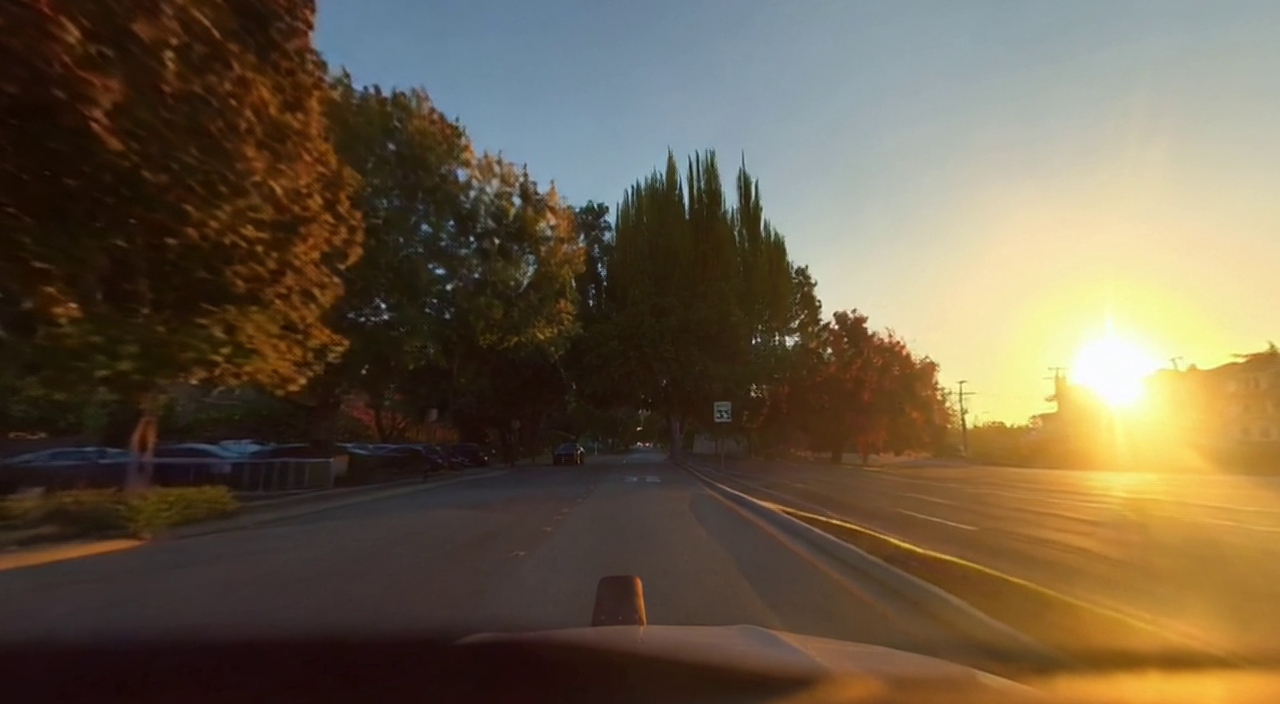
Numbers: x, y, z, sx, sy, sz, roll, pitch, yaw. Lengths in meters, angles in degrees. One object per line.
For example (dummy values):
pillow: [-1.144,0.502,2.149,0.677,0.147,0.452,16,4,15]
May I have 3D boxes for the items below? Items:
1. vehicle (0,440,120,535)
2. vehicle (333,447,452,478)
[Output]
vehicle: [-13.483,2.614,12.521,4.422,1.694,2.026,0,-8,1]
vehicle: [-12.801,5.747,32.794,5.300,1.432,1.951,1,-8,0]
